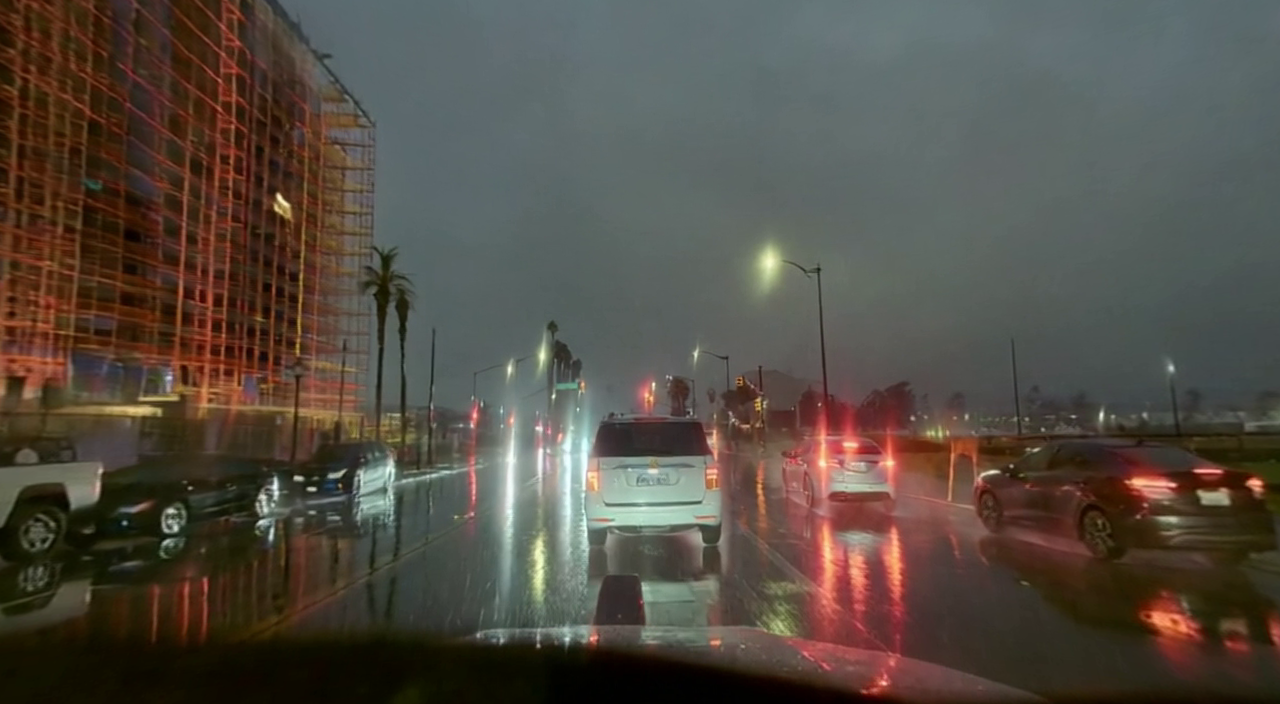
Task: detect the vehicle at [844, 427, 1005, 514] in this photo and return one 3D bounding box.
[{"bbox_3d":[6.476,2.729,15.024,1.930,1.736,4.329,-1,-8,2],"label":"vehicle"}]

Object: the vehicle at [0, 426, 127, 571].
[{"bbox_3d":[-9.921,1.941,7.683,2.294,1.948,6.025,-6,-10,1],"label":"vehicle"}]

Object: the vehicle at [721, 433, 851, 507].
[{"bbox_3d":[3.228,2.698,14.871,1.999,1.487,3.939,0,-8,-2],"label":"vehicle"}]

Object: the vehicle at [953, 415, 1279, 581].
[{"bbox_3d":[6.259,1.763,8.596,1.819,1.672,4.139,0,-7,-1],"label":"vehicle"}]

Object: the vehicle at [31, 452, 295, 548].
[{"bbox_3d":[-9.717,2.994,13.514,2.054,1.467,4.595,-3,-7,1],"label":"vehicle"}]

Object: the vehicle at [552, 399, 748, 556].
[{"bbox_3d":[0.107,1.772,9.543,2.264,1.798,4.258,0,-8,0],"label":"vehicle"}]

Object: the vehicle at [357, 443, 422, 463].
[{"bbox_3d":[-19.150,7.696,48.415,1.759,1.457,4.297,-7,-11,37],"label":"vehicle"}]
